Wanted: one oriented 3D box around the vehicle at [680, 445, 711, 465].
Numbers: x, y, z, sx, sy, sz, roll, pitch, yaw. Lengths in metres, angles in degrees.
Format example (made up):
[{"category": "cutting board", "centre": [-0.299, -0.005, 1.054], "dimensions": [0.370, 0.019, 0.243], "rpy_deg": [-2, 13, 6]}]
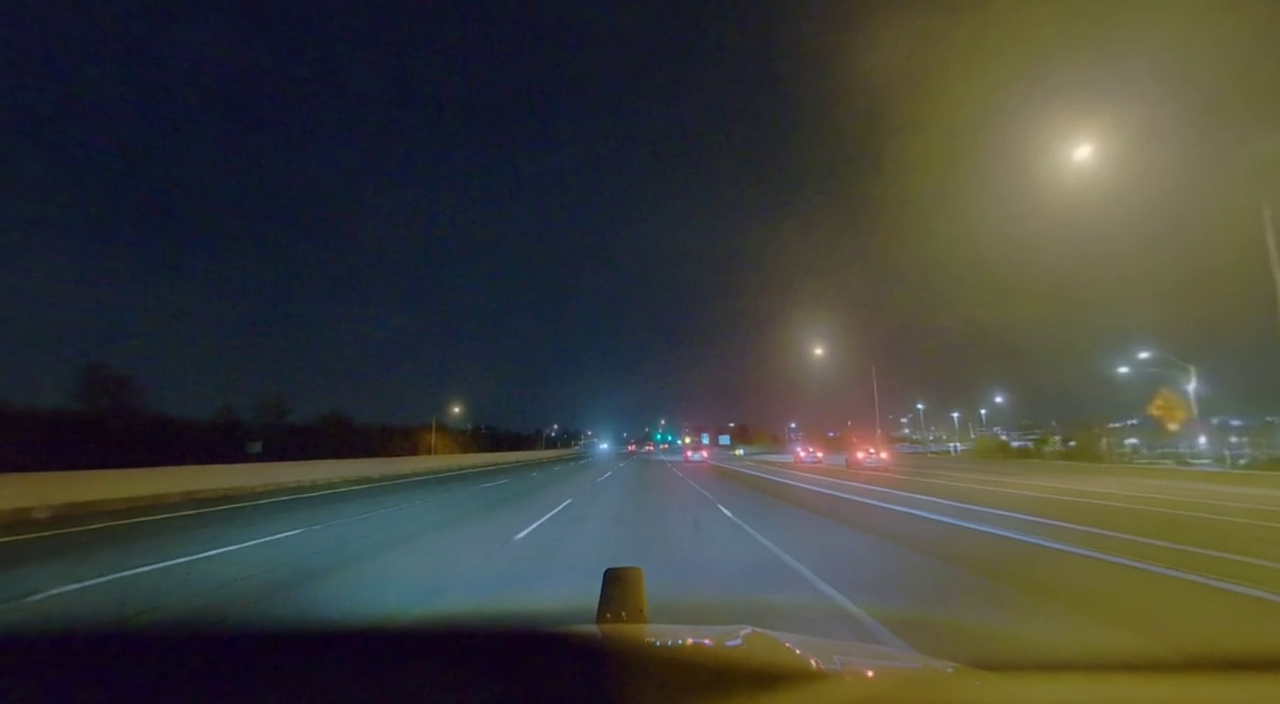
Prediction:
[{"category": "vehicle", "centre": [4.166, 7.790, 47.888], "dimensions": [1.912, 1.478, 4.125], "rpy_deg": [0, -8, 0]}]
